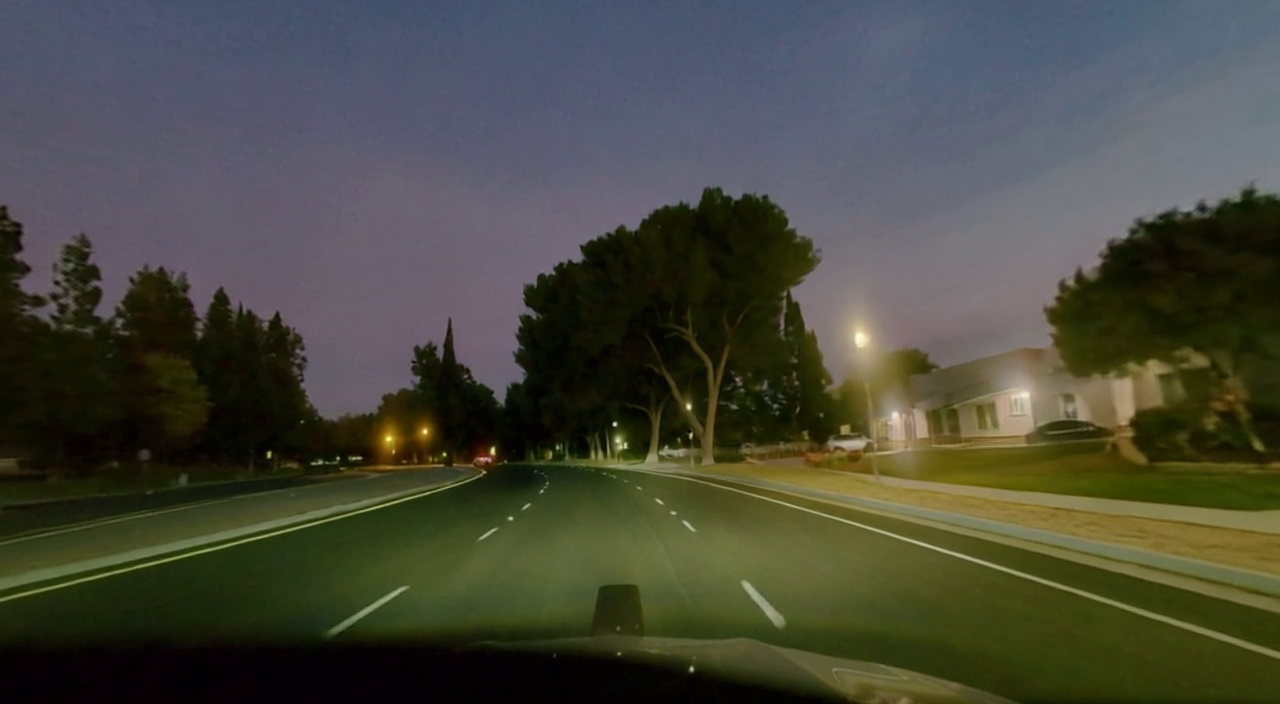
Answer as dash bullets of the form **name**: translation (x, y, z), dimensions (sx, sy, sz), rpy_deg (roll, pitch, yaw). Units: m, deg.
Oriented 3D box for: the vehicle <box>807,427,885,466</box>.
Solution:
- **vehicle**: translation (11.307, 5.166, 34.467), dimensions (2.110, 1.863, 4.977), rpy_deg (-10, -13, 39)
